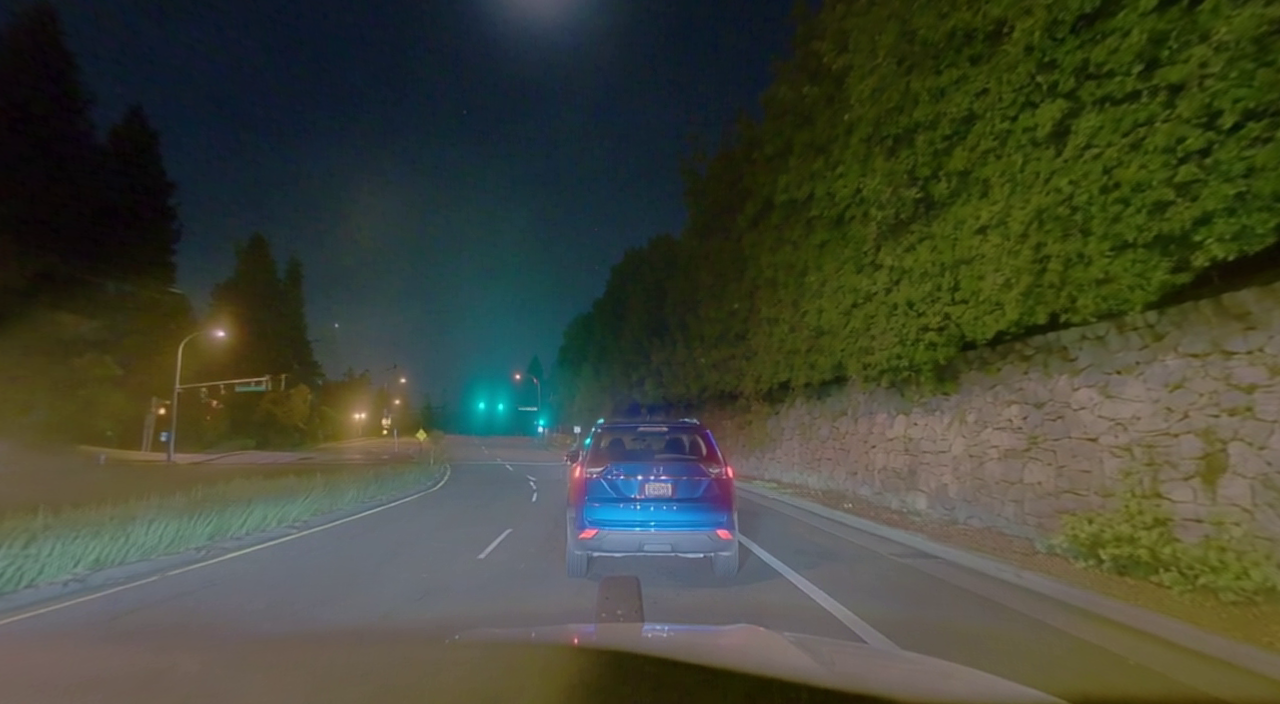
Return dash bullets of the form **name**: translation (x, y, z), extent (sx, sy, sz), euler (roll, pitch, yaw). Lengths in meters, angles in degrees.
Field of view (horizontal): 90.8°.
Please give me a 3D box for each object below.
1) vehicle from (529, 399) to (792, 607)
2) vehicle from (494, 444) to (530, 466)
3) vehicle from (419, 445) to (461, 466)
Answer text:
- **vehicle**: translation (-0.002, 1.610, 7.683), extent (2.287, 1.762, 4.269), euler (1, -8, -5)
- **vehicle**: translation (-9.505, 7.549, 46.556), extent (1.837, 1.483, 4.559), euler (3, -9, -21)
- **vehicle**: translation (-15.338, 7.879, 48.228), extent (2.023, 1.474, 4.286), euler (5, -10, -31)
